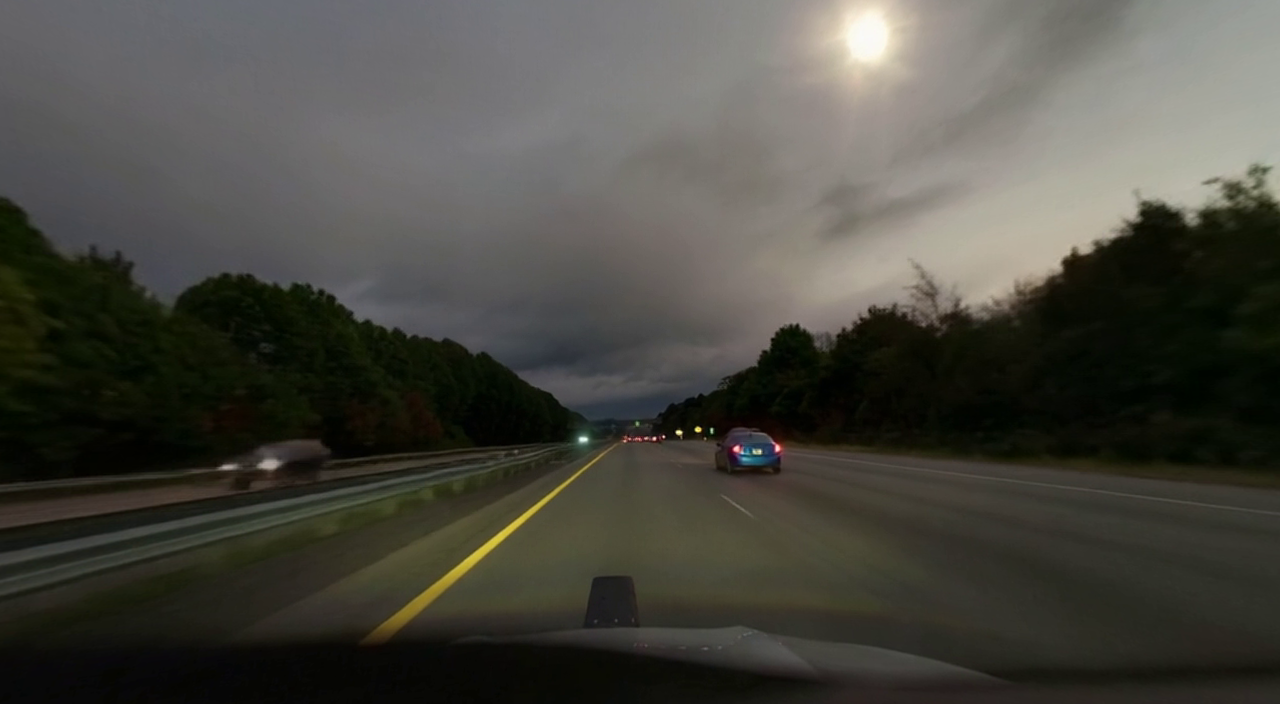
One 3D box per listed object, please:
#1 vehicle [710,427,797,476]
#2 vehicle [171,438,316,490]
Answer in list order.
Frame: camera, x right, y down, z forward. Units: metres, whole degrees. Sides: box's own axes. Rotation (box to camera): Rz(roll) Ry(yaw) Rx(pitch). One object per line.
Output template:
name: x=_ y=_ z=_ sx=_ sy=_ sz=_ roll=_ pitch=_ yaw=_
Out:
vehicle: x=3.761 y=3.386 z=21.767 sx=2.017 sy=1.502 sz=4.369 roll=0 pitch=-8 yaw=-2
vehicle: x=-13.843 y=3.895 z=22.457 sx=2.019 sy=1.603 sz=4.890 roll=0 pitch=-8 yaw=-1
